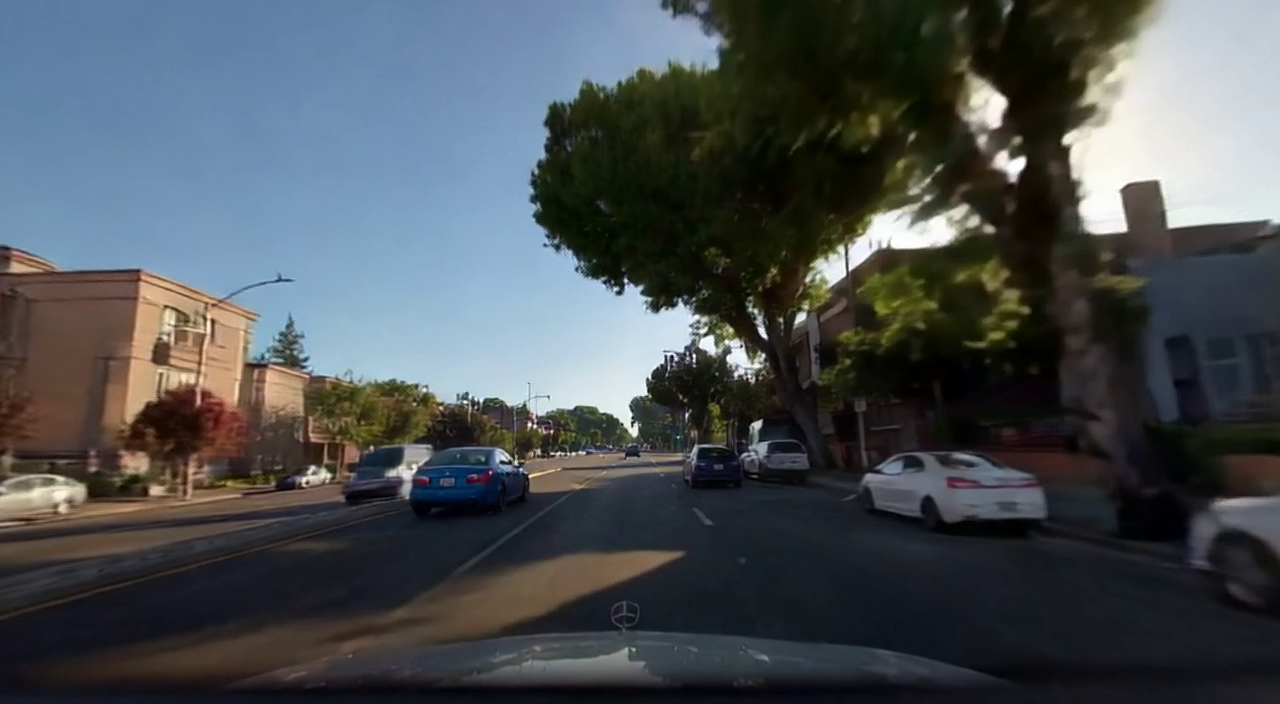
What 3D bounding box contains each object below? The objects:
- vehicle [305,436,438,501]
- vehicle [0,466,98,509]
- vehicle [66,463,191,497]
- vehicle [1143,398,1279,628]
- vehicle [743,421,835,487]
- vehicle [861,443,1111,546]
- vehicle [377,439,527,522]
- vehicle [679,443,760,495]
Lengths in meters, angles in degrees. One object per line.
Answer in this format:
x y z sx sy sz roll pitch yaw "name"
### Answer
-8.490 3.706 20.586 2.098 1.807 5.024 0 -9 0 "vehicle"
-23.976 5.145 24.083 4.816 1.482 1.995 -1 -9 3 "vehicle"
-24.163 6.038 29.955 4.398 1.486 1.837 -1 -9 3 "vehicle"
6.056 1.048 3.554 2.085 1.782 5.258 0 -9 0 "vehicle"
5.904 4.145 25.880 2.394 2.400 5.209 0 -9 -1 "vehicle"
5.845 2.424 11.524 1.905 1.471 4.596 0 -9 -1 "vehicle"
-3.877 2.711 13.882 2.062 1.527 4.044 0 -9 0 "vehicle"
2.454 3.750 20.649 1.978 1.471 4.426 0 -9 -1 "vehicle"
